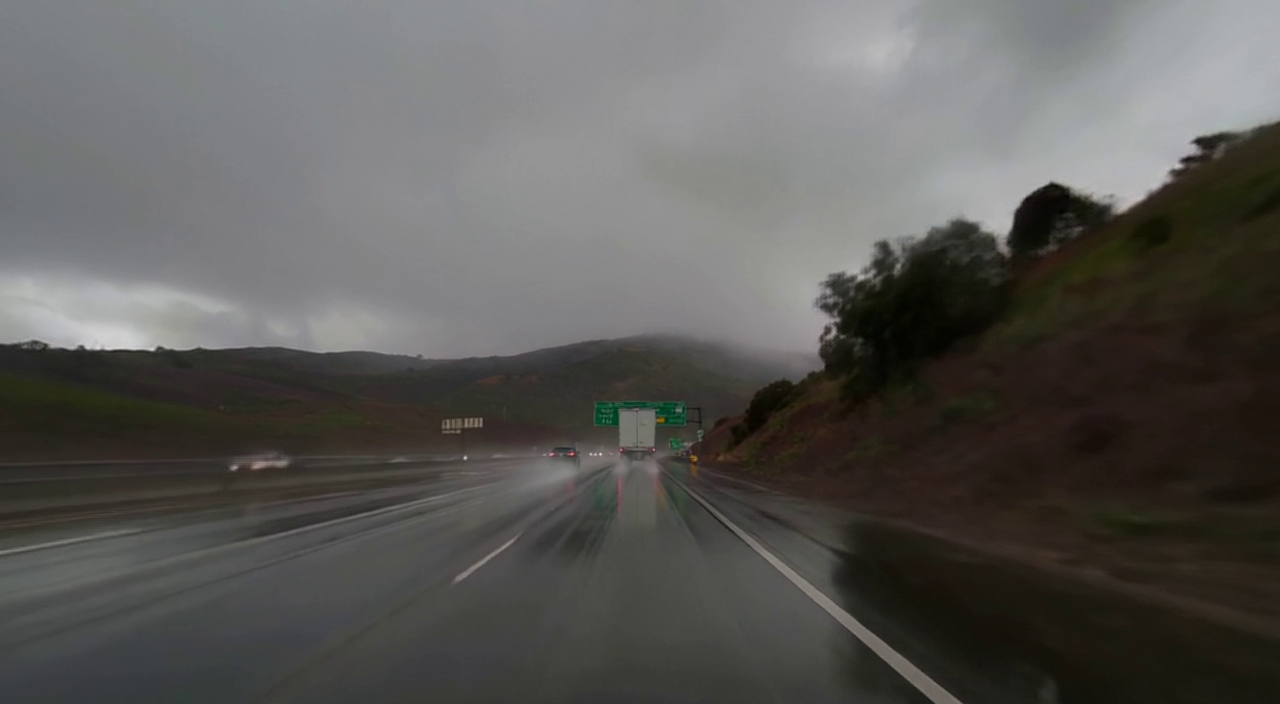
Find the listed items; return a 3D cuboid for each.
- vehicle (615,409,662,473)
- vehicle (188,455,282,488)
[{"bbox_3d":[-0.013,6.694,47.017,3.039,4.131,11.822,0,-9,1],"label":"vehicle"},{"bbox_3d":[-21.439,6.325,33.594,1.960,1.545,4.436,0,-9,2],"label":"vehicle"}]
